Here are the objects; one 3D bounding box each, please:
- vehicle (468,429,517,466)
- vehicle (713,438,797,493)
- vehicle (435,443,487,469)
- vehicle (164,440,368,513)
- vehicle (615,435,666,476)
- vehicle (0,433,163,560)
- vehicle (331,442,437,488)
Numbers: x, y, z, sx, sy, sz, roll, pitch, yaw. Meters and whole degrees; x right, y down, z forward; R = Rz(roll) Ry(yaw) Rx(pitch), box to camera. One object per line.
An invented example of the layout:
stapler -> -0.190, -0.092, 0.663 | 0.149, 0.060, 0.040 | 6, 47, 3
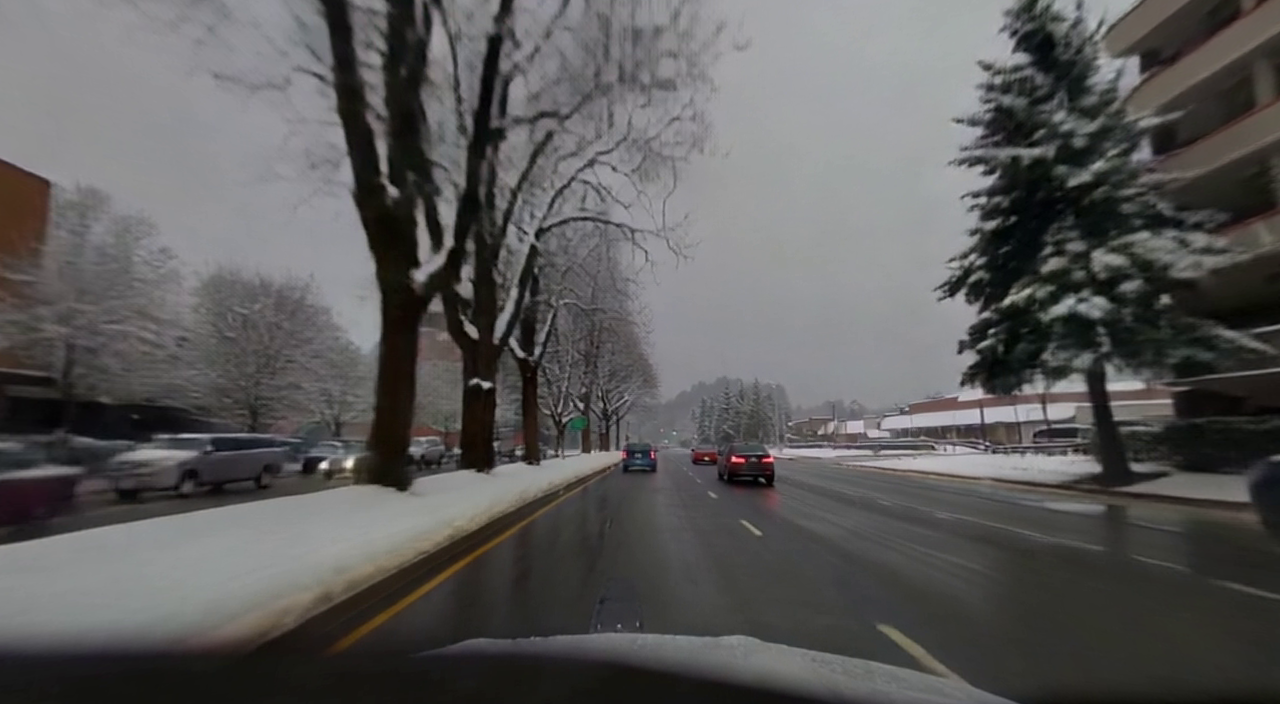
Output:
vehicle -> -11.222, 7.299, 48.562 | 2.263, 2.542, 5.913 | -2, -8, 1
vehicle -> 3.426, 3.457, 19.576 | 1.852, 1.498, 3.825 | 0, -9, 0
vehicle -> -11.345, 6.617, 40.383 | 1.923, 1.502, 4.422 | 0, -9, 1
vehicle -> -8.434, 2.815, 14.861 | 2.007, 1.443, 4.447 | 0, -9, 1
vehicle -> 0.068, 4.616, 28.285 | 2.101, 1.694, 3.979 | 0, -9, 2
vehicle -> -8.478, 1.718, 7.571 | 1.992, 1.465, 4.458 | 0, -9, 0
vehicle -> -8.908, 3.960, 22.444 | 1.850, 1.447, 4.436 | 0, -9, 0
